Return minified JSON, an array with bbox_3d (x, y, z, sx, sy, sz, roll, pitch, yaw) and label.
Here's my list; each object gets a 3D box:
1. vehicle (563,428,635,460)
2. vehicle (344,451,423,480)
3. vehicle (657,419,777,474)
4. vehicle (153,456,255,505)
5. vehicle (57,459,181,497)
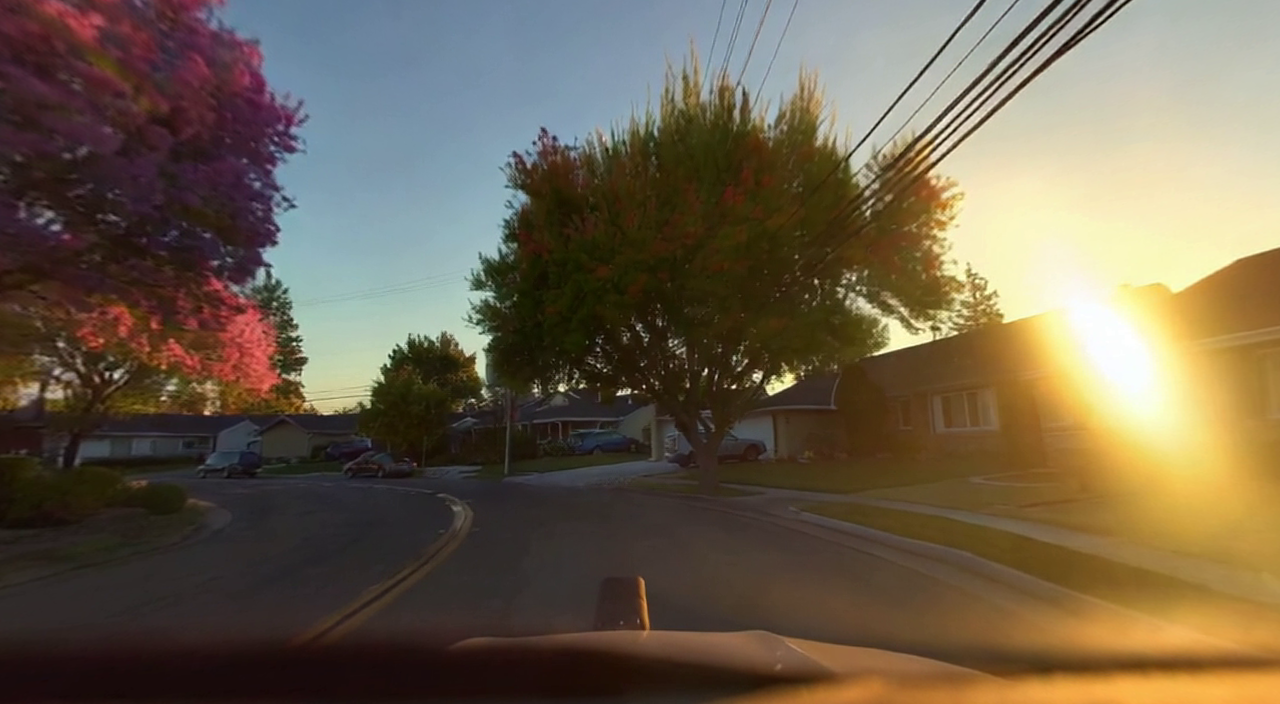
[{"bbox_3d":[-2.423,5.625,38.648,2.043,1.819,4.476,-6,-11,34],"label":"vehicle"},{"bbox_3d":[-13.934,6.113,34.299,4.019,1.484,1.978,-6,-11,34],"label":"vehicle"},{"bbox_3d":[3.201,3.880,26.151,4.459,1.738,1.930,-2,-7,-27],"label":"vehicle"},{"bbox_3d":[-16.785,4.860,24.288,3.897,1.493,1.942,-5,-7,35],"label":"vehicle"},{"bbox_3d":[-22.973,5.547,27.894,4.348,1.440,2.040,-4,-9,17],"label":"vehicle"}]
